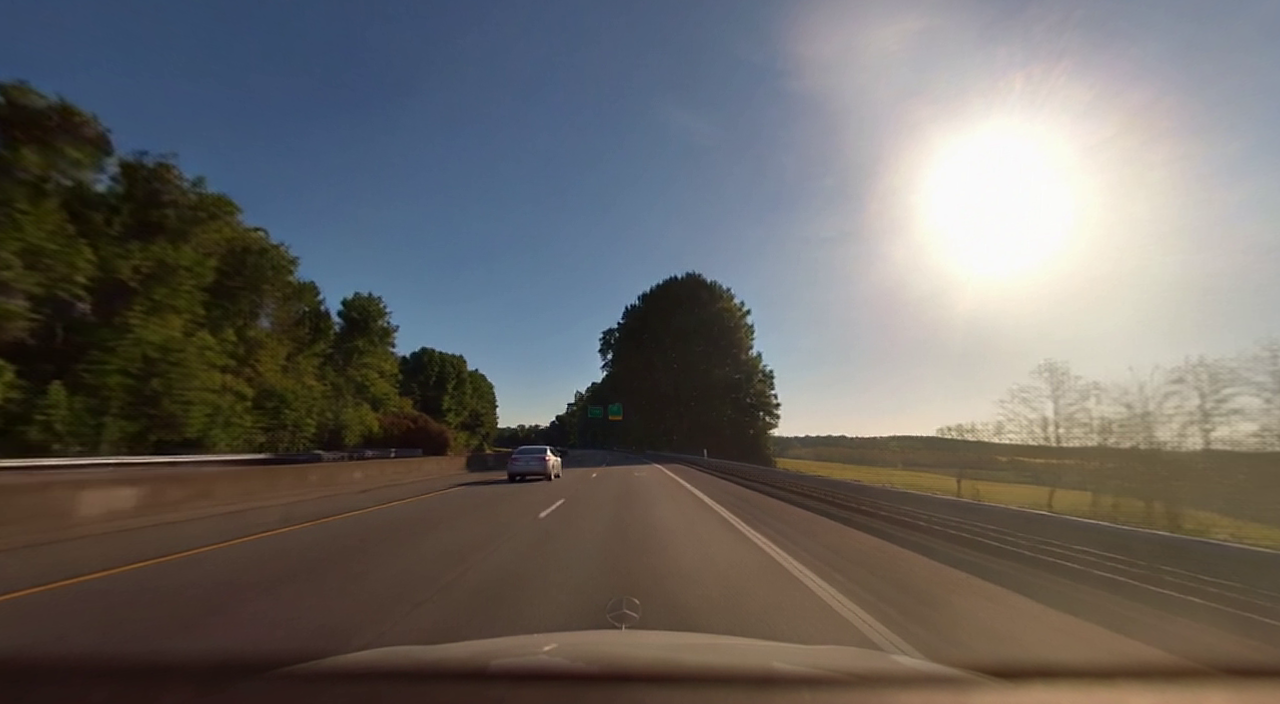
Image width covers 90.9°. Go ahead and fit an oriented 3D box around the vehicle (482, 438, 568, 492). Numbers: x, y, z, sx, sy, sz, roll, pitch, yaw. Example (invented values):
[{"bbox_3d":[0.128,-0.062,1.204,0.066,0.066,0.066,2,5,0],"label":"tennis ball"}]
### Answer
[{"bbox_3d":[-3.543,3.572,20.213,1.990,1.532,3.911,0,-9,0],"label":"vehicle"}]
